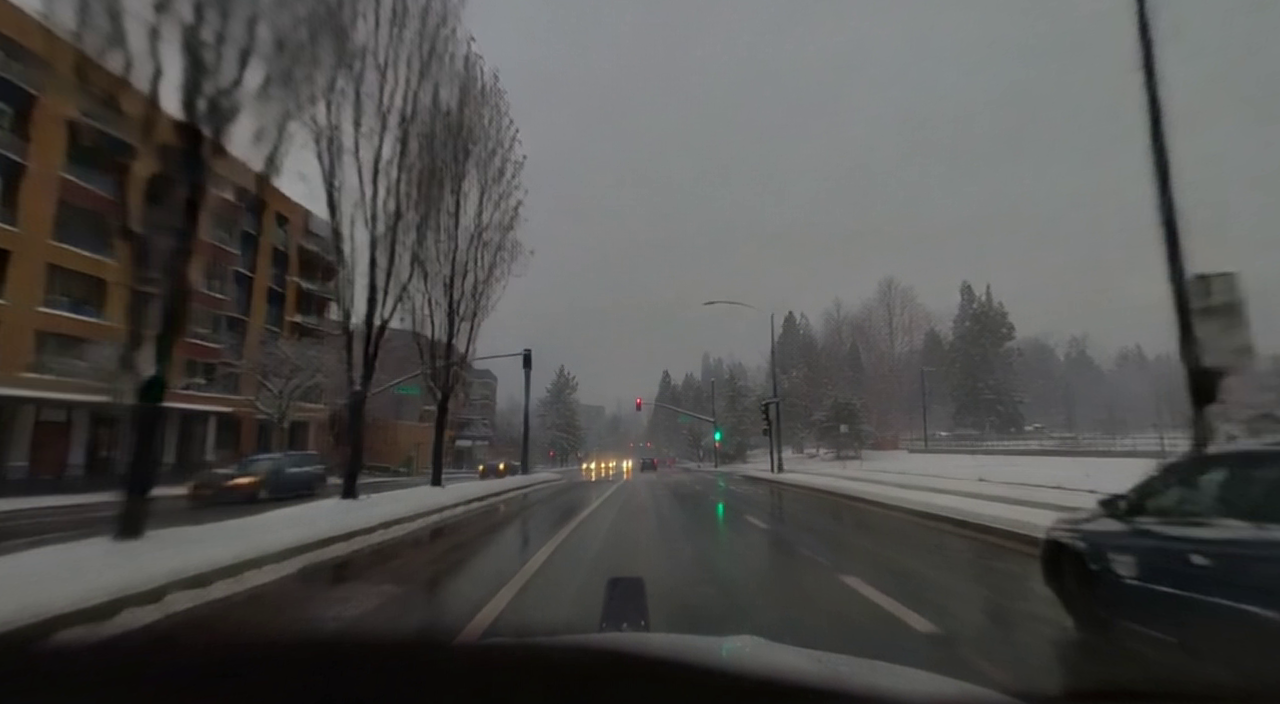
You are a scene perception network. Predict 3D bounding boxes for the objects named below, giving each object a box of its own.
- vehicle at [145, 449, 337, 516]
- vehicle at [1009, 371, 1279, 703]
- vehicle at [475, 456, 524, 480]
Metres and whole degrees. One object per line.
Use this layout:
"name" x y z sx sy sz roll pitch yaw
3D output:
"vehicle" -10.375 3.385 16.965 1.957 1.482 4.706 0 -9 2
"vehicle" 3.614 0.854 2.440 1.949 1.583 3.996 0 -9 1
"vehicle" -9.542 7.894 43.096 2.004 1.469 4.724 -1 -9 3
